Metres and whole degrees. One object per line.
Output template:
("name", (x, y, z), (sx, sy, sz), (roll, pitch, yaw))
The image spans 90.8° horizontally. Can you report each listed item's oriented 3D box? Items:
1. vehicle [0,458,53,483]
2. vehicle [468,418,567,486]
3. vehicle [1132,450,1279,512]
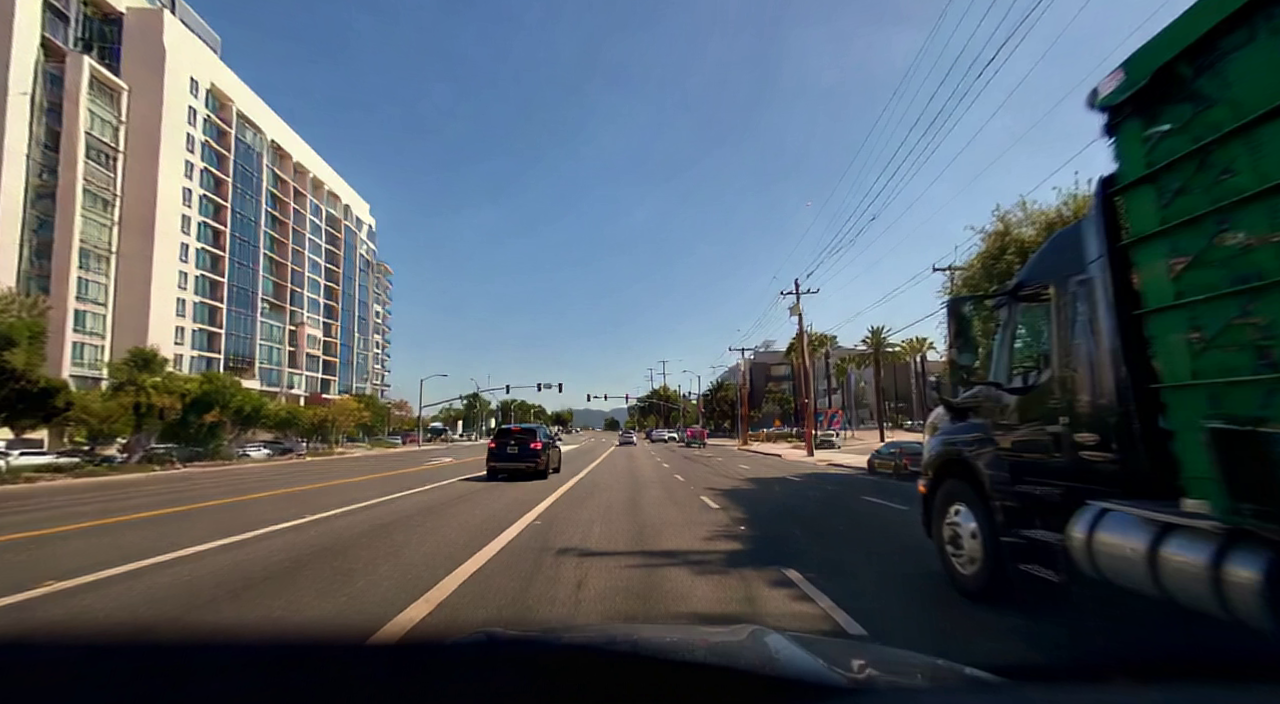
("vehicle", (-40.757, 7.656, 41.060), (1.768, 1.455, 4.568), (2, -9, -15))
("vehicle", (-3.530, 2.997, 19.100), (2.136, 1.779, 4.417), (0, -9, 0))
("vehicle", (17.198, 3.683, 18.580), (1.881, 1.556, 4.215), (0, -9, -3))
